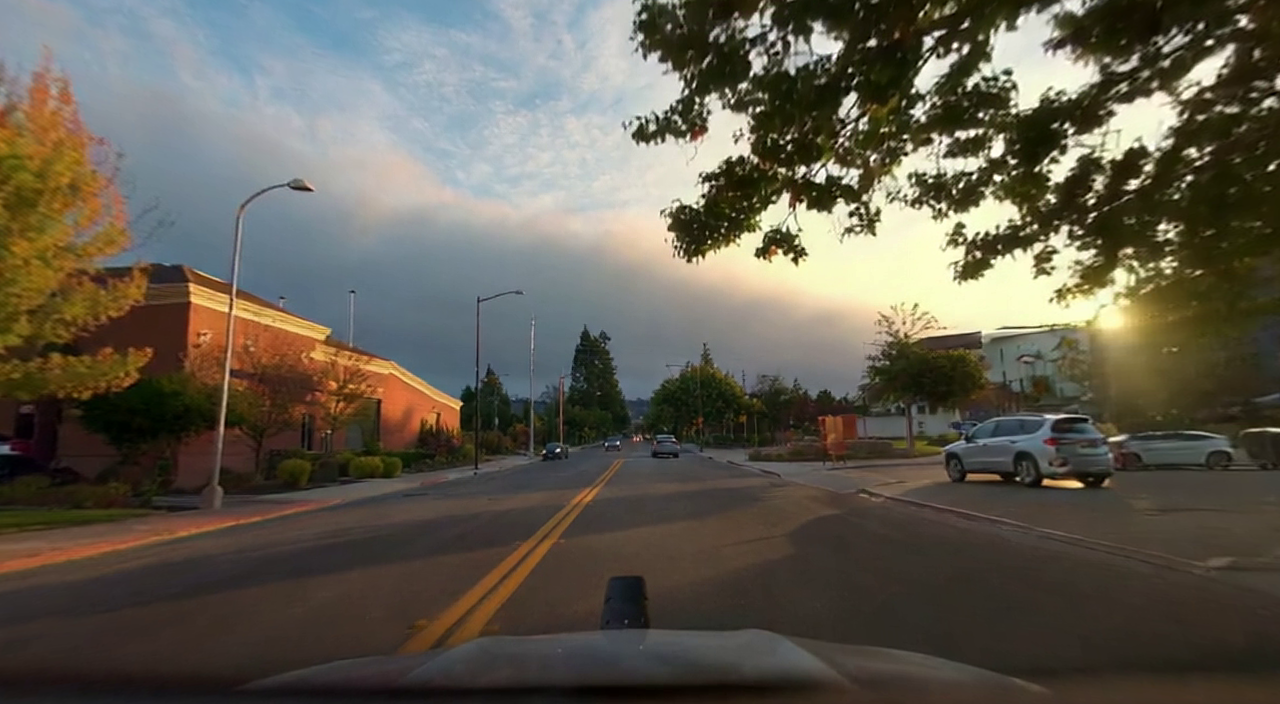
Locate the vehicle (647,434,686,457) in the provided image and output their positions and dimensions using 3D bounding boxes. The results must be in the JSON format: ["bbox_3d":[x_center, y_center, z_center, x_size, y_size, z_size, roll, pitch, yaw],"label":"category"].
[{"bbox_3d":[2.011,7.310,49.539,2.097,1.740,4.277,1,-8,-12],"label":"vehicle"}]

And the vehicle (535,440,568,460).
[{"bbox_3d":[-6.784,7.579,48.815,1.930,1.463,4.195,0,-8,0],"label":"vehicle"}]

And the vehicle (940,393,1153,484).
[{"bbox_3d":[9.413,2.143,15.236,2.018,1.840,4.662,1,-9,0],"label":"vehicle"}]
